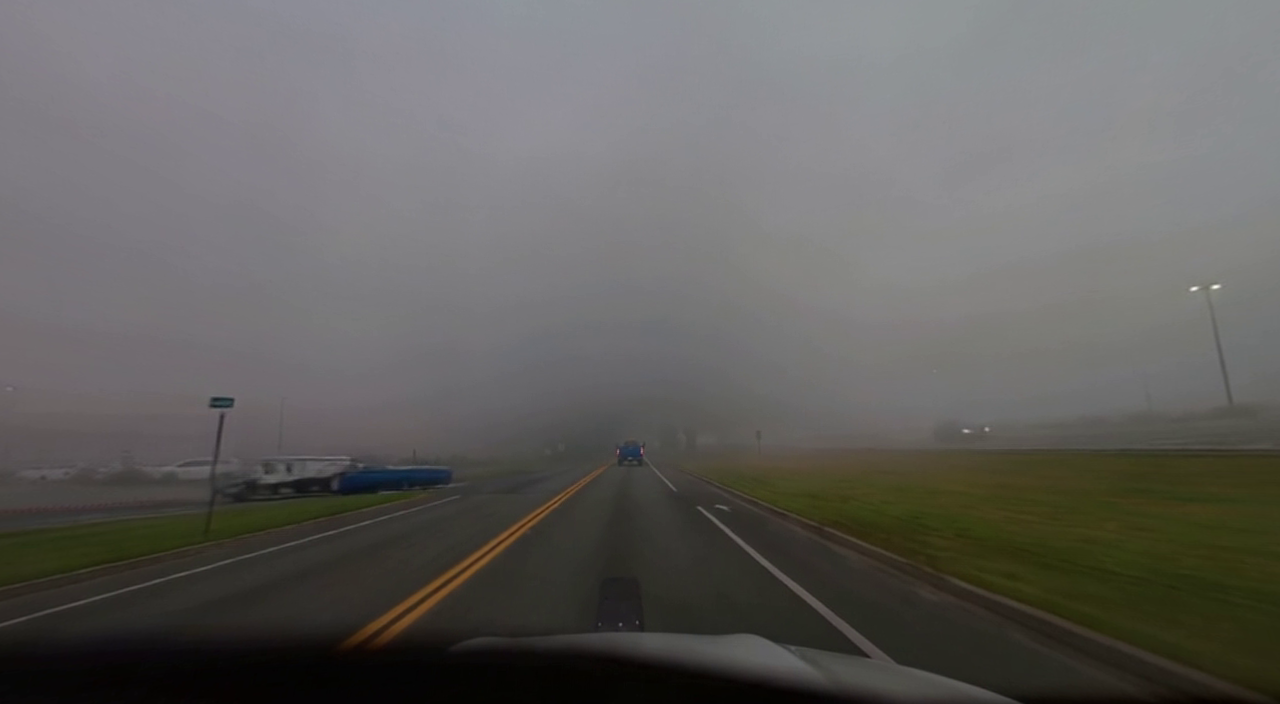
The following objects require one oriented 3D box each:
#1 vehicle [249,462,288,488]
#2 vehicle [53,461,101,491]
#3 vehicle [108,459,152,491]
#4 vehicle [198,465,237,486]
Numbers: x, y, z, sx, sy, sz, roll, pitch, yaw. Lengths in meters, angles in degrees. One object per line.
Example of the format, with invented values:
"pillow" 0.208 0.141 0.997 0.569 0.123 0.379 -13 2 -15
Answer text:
"vehicle" -27.909 9.183 47.406 1.930 1.718 4.438 6 -11 -36
"vehicle" -37.910 8.312 42.628 2.047 1.746 4.461 7 -11 -38
"vehicle" -34.597 8.301 42.891 2.050 1.938 4.789 7 -11 -38
"vehicle" -32.110 9.350 47.955 1.747 1.468 3.972 7 -13 -42
